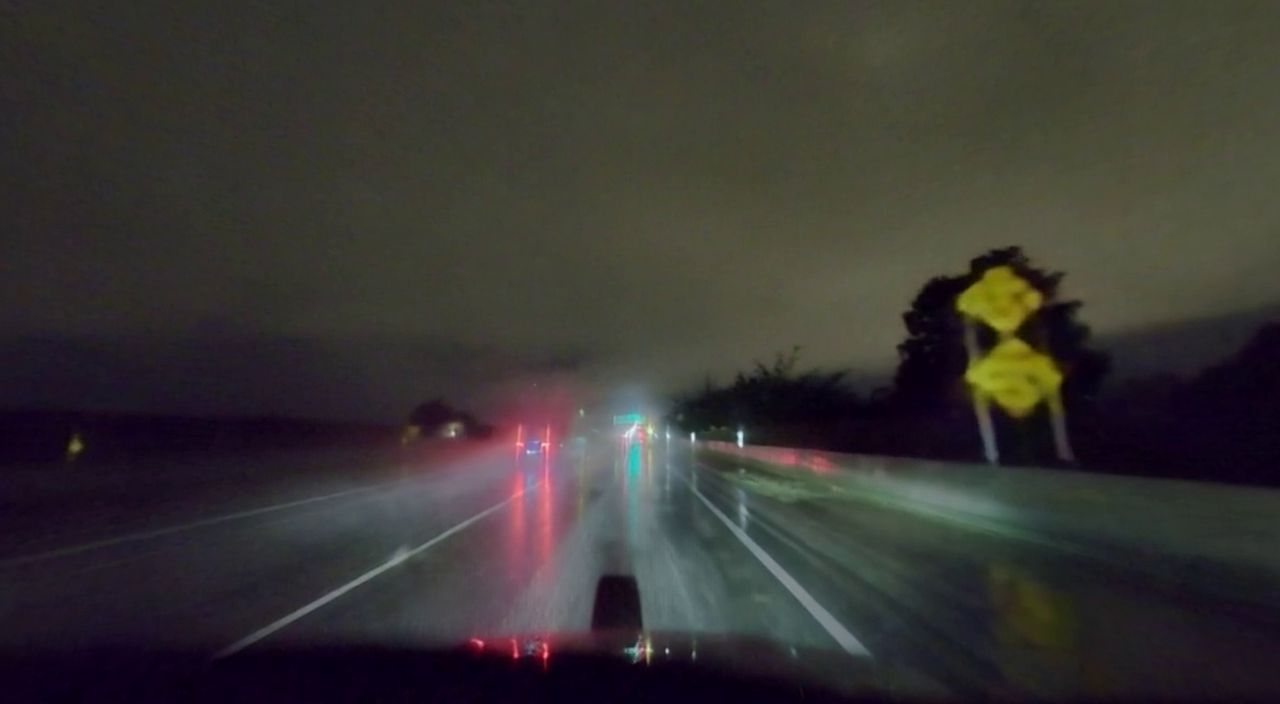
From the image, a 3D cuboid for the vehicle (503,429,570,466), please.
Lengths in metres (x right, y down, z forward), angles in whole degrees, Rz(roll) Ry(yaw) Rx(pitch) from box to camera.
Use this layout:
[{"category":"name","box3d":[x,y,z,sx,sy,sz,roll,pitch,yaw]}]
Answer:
[{"category":"vehicle","box3d":[-4.565,4.283,28.516,2.149,1.532,4.905,0,-8,0]}]
